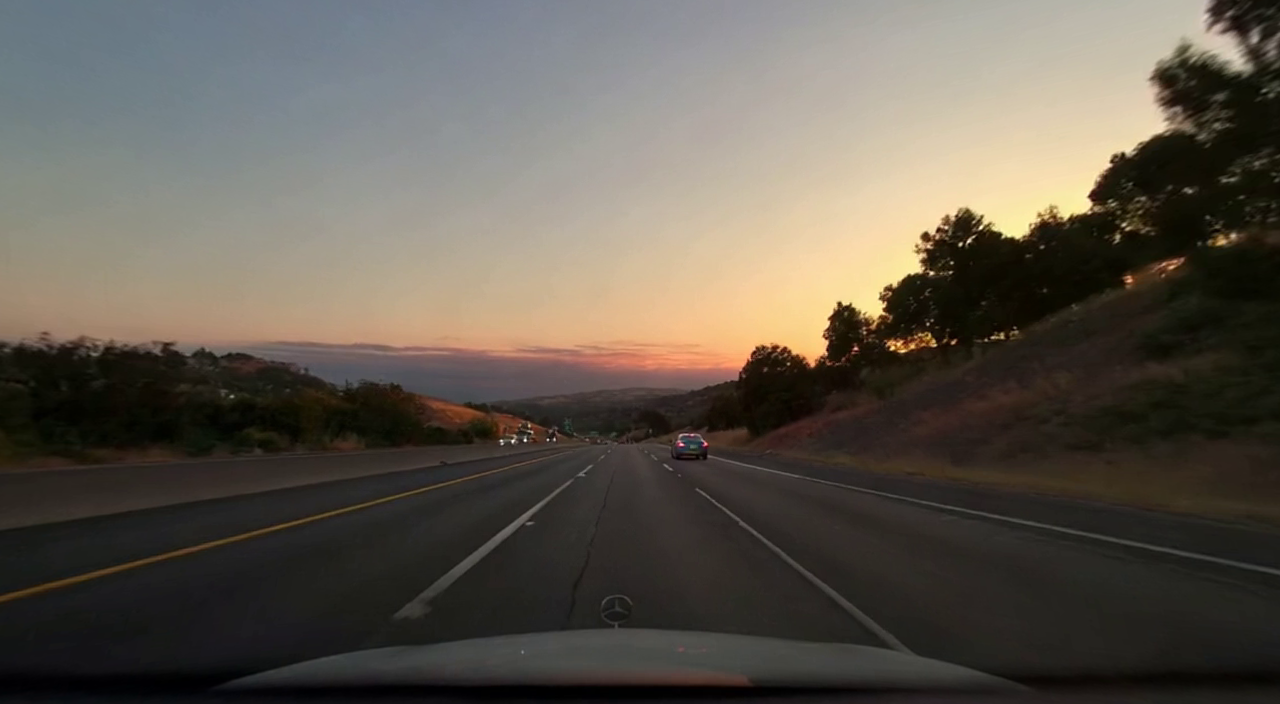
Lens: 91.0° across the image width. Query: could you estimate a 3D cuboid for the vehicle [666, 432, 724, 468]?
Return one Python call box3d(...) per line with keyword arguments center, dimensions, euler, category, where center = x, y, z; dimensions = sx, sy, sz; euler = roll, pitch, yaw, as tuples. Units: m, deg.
box3d(center=(2.635, 4.836, 31.207), dimensions=(2.349, 1.651, 4.161), euler=(0, -8, -2), category="vehicle")
